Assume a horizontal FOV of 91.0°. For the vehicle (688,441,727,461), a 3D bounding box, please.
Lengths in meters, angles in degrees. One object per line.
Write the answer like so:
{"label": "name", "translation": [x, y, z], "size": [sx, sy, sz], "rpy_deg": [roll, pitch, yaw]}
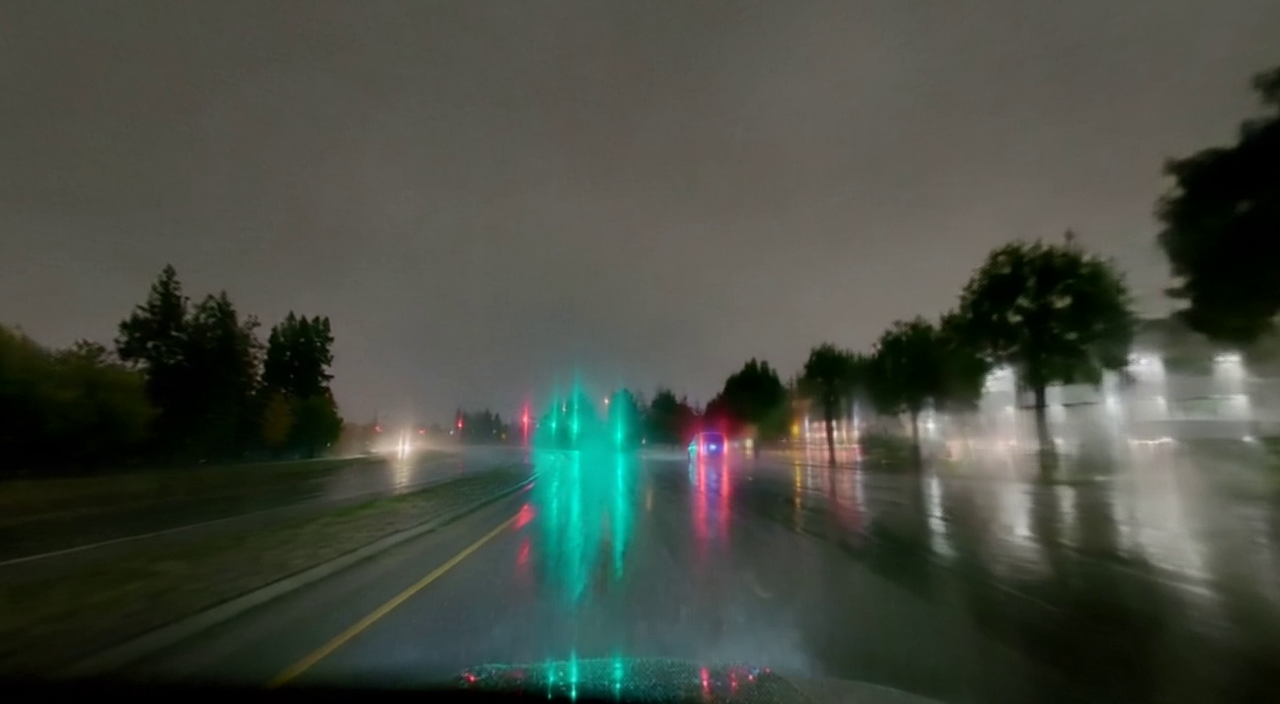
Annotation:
{"label": "vehicle", "translation": [5.288, 7.844, 49.897], "size": [1.908, 1.483, 4.474], "rpy_deg": [1, -9, -9]}
